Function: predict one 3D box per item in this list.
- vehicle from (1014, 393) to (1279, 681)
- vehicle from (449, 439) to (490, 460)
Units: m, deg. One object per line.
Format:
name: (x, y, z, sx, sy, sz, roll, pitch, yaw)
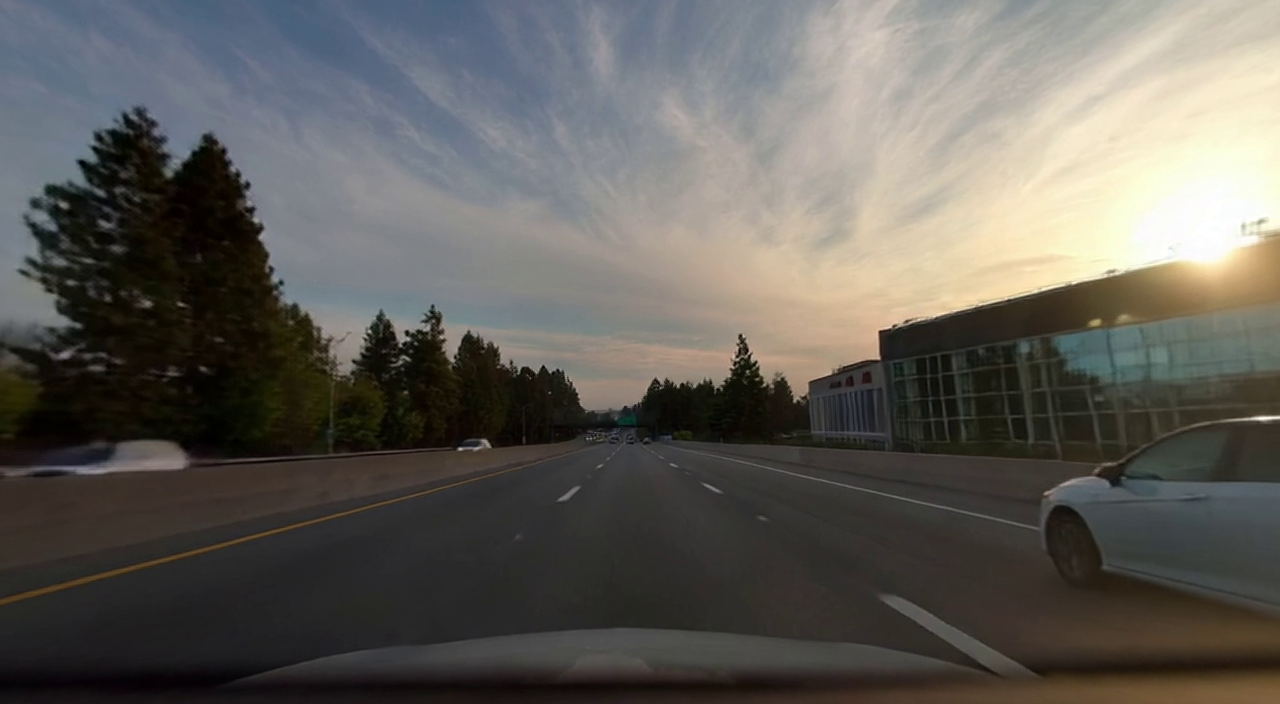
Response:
vehicle: (4.613, 1.032, 3.536, 2.095, 1.587, 4.638, 0, -8, -1)
vehicle: (-12.641, 7.246, 46.965, 1.902, 1.454, 4.229, 0, -8, 1)
